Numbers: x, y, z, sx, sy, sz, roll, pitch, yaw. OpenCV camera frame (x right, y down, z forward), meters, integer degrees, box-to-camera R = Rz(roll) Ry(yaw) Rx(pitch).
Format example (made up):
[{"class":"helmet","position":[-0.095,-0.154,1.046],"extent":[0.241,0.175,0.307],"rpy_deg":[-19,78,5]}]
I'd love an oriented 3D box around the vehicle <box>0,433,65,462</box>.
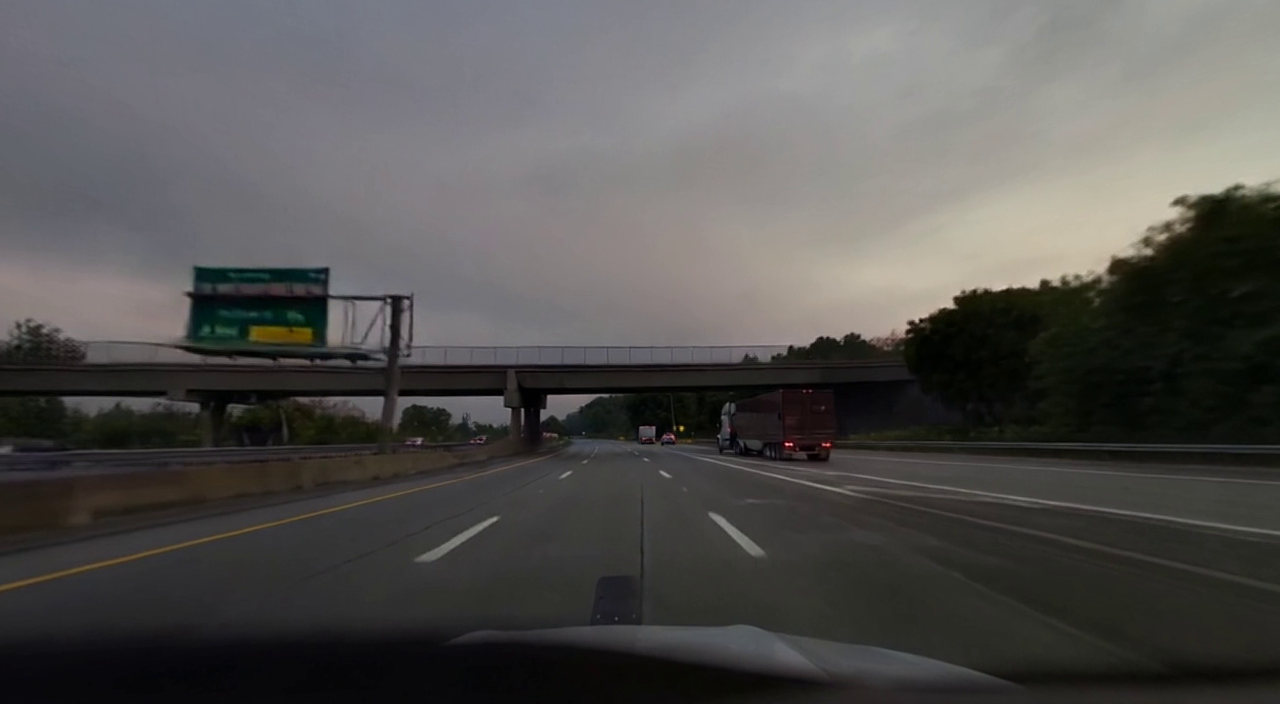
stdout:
[{"class":"vehicle","position":[-34.563,5.236,34.483],"extent":[1.774,1.499,4.516],"rpy_deg":[-1,-8,2]}]

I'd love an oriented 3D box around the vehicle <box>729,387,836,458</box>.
[{"class":"vehicle","position":[9.155,5.010,42.873],"extent":[2.855,4.053,13.328],"rpy_deg":[0,-8,-6]}]
